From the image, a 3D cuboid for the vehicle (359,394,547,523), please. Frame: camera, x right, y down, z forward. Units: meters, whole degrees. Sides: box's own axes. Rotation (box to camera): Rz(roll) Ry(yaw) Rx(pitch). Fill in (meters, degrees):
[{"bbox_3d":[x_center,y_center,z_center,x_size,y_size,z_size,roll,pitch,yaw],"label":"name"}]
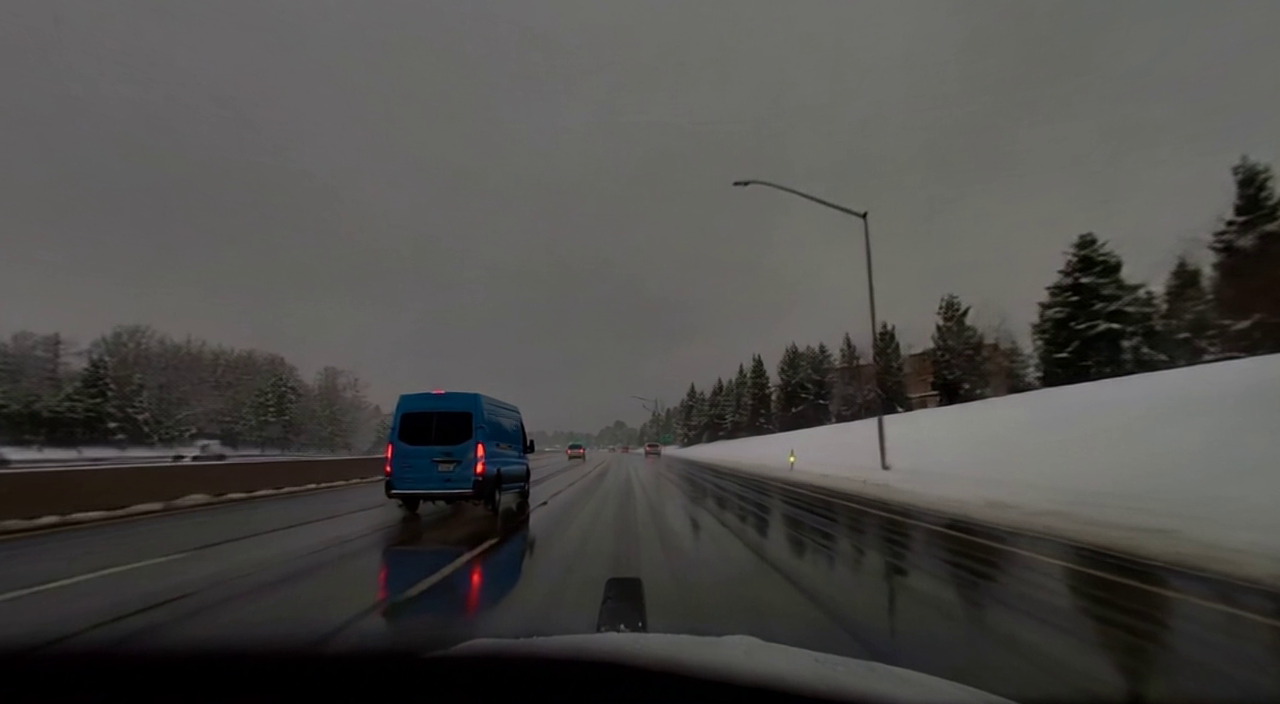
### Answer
[{"bbox_3d":[-3.669,2.258,13.742,2.372,2.248,5.393,0,-9,1],"label":"vehicle"}]
